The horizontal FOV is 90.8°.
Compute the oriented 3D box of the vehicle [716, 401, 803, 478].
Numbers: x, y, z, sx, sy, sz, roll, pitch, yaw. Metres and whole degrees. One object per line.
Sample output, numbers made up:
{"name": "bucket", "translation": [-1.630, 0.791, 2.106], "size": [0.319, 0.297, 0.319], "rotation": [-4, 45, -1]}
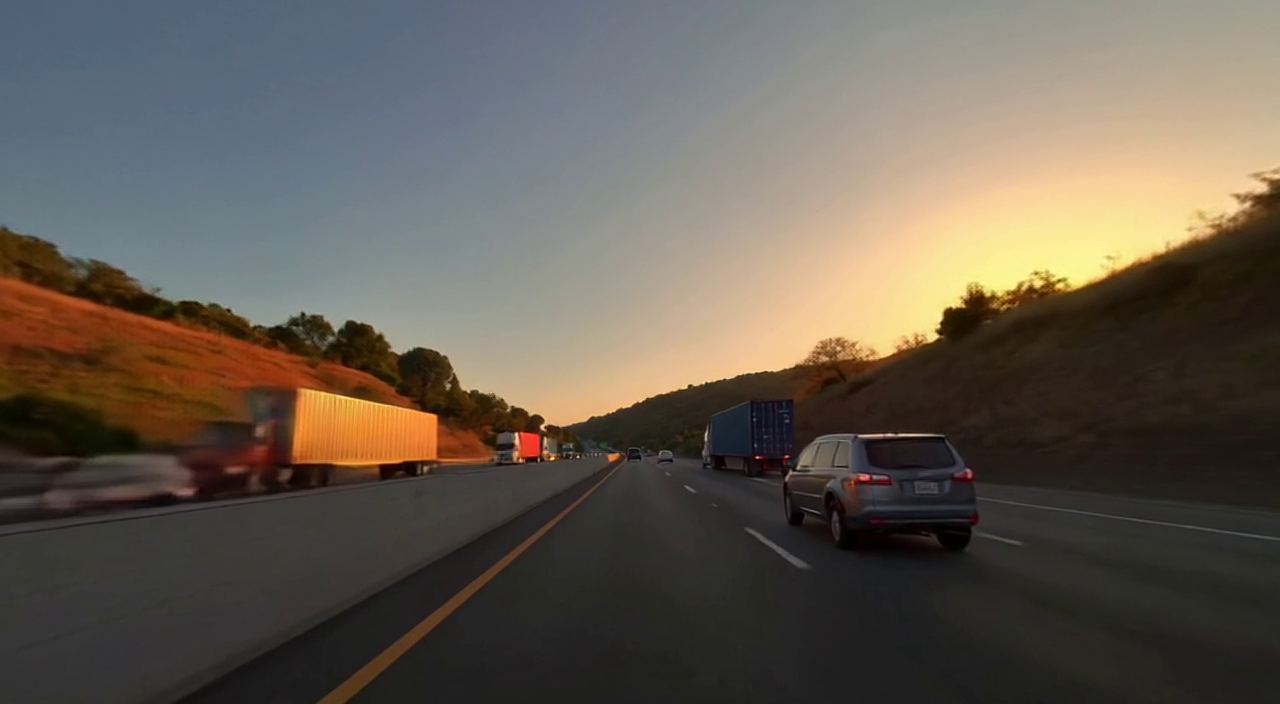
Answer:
{"name": "vehicle", "translation": [7.238, 5.736, 40.752], "size": [2.882, 4.109, 13.567], "rotation": [0, -9, 0]}

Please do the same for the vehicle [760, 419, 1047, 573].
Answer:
{"name": "vehicle", "translation": [3.329, 1.932, 9.247], "size": [2.130, 1.658, 4.537], "rotation": [0, -9, -1]}

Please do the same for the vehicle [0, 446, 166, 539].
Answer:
{"name": "vehicle", "translation": [-11.107, 2.415, 11.208], "size": [1.879, 1.456, 4.460], "rotation": [0, -9, 0]}

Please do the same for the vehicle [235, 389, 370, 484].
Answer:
{"name": "vehicle", "translation": [-15.600, 4.027, 29.772], "size": [2.982, 4.014, 5.899], "rotation": [0, -9, -1]}
